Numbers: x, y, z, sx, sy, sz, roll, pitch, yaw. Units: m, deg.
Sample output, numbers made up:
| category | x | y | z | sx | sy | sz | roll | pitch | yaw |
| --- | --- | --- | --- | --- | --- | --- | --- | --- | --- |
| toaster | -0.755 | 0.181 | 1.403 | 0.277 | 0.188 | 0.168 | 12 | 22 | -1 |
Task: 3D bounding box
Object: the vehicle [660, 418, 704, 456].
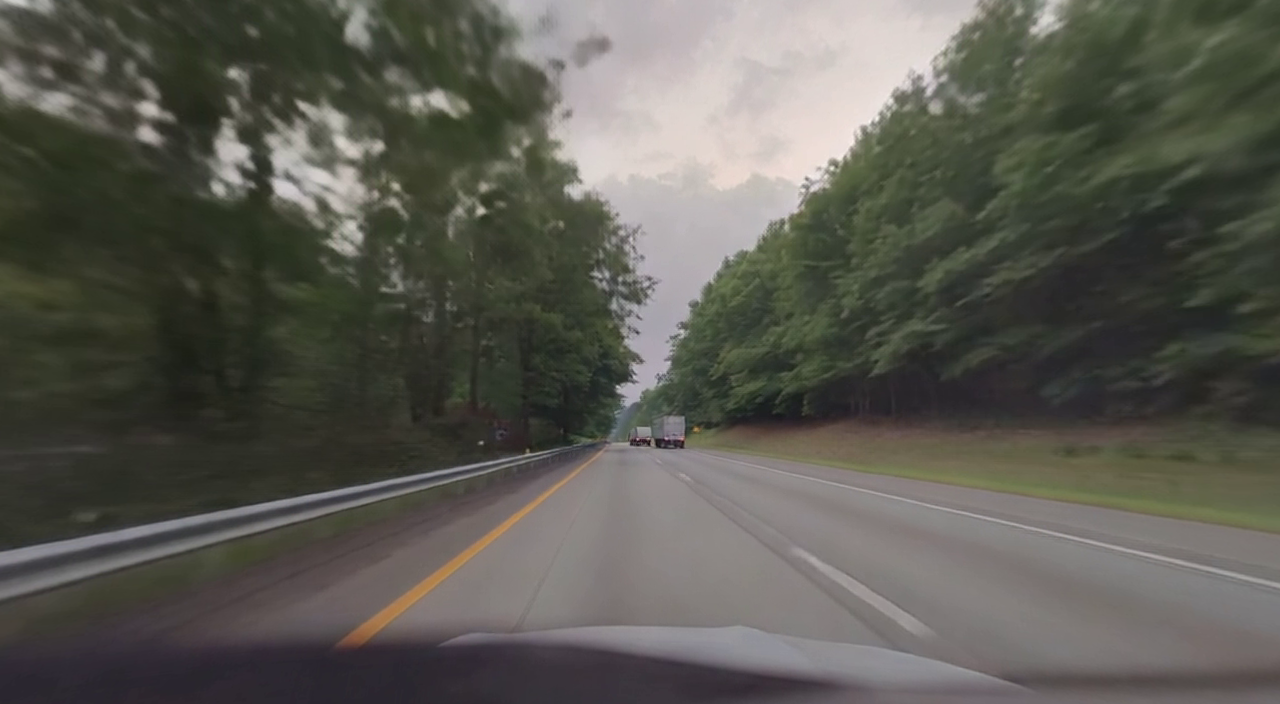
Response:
| category | x | y | z | sx | sy | sz | roll | pitch | yaw |
| --- | --- | --- | --- | --- | --- | --- | --- | --- | --- |
| vehicle | 3.148 | 6.601 | 49.159 | 2.741 | 2.716 | 6.323 | 0 | -8 | -3 |
